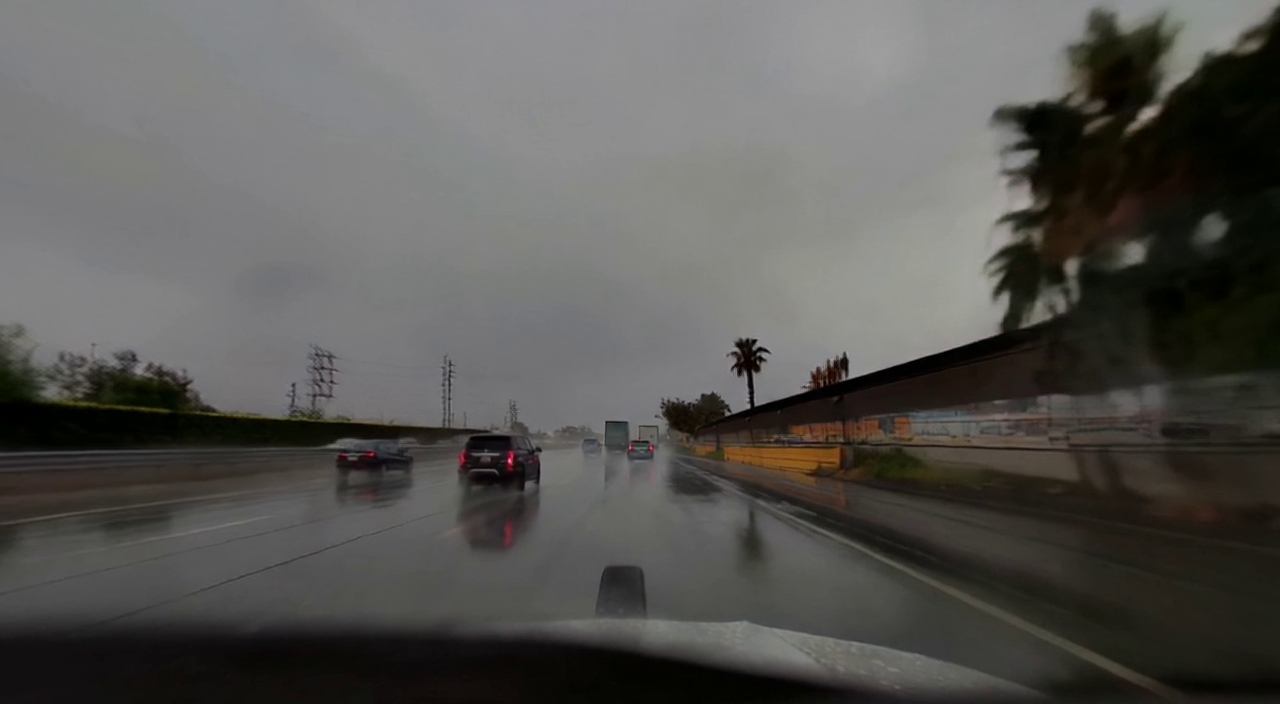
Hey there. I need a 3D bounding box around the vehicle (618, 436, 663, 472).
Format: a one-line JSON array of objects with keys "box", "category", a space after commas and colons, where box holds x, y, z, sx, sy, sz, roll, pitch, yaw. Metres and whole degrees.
[{"box": [0.060, 5.114, 31.935, 2.136, 1.678, 4.052, 0, -8, 1], "category": "vehicle"}]

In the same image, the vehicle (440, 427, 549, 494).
[{"box": [-4.168, 3.186, 18.937, 2.108, 1.740, 4.549, 0, -8, 1], "category": "vehicle"}]

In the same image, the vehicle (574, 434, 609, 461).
[{"box": [-3.674, 7.374, 48.791, 2.203, 1.958, 4.848, 0, -8, 2], "category": "vehicle"}]

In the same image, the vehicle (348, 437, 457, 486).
[{"box": [-7.953, 3.683, 21.595, 1.949, 1.476, 4.410, 0, -8, 1], "category": "vehicle"}]

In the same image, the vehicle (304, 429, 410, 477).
[{"box": [-11.899, 4.273, 26.999, 2.077, 1.829, 5.101, 0, -8, 1], "category": "vehicle"}]
